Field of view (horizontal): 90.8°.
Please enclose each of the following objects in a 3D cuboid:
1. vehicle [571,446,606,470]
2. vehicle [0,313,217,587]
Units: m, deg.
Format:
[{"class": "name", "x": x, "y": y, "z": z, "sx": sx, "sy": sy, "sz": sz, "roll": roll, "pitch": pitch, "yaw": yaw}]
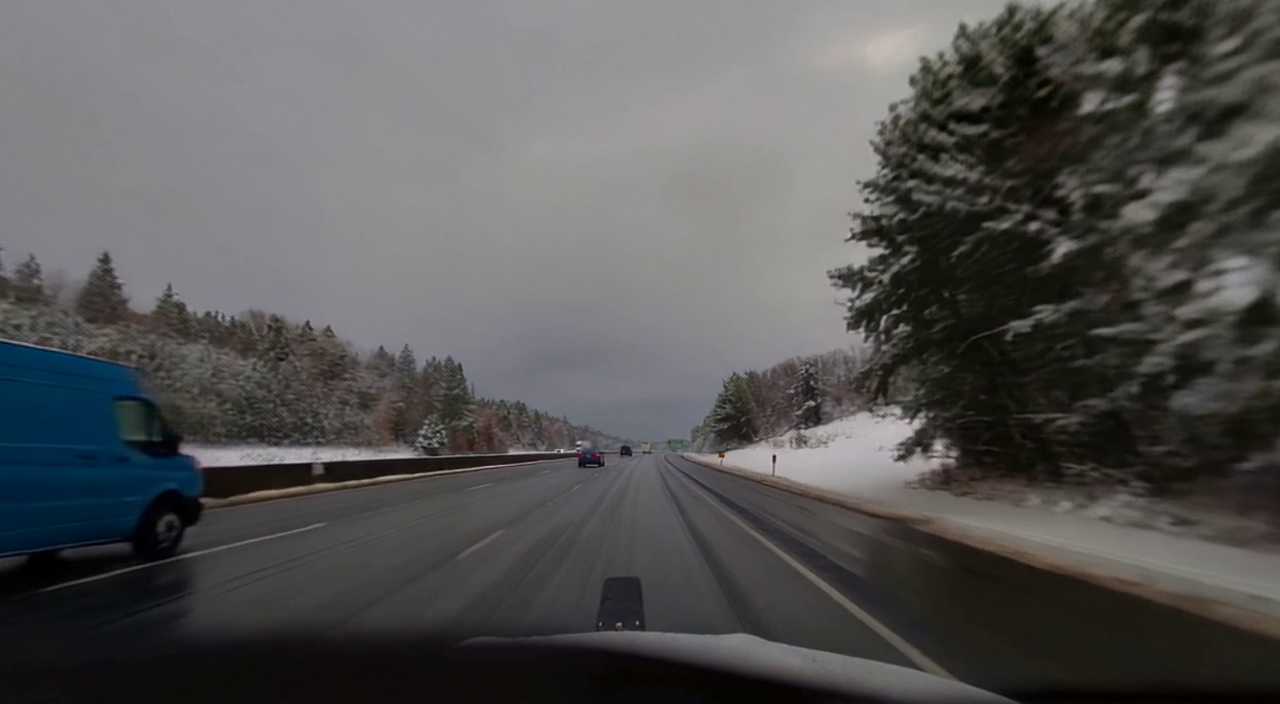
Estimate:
[{"class": "vehicle", "x": -3.284, "y": 6.901, "z": 41.044, "sx": 1.858, "sy": 1.459, "sz": 4.091, "roll": 0, "pitch": -9, "yaw": 1}, {"class": "vehicle", "x": -7.061, "y": 0.855, "z": 5.490, "sx": 2.449, "sy": 2.471, "sz": 6.130, "roll": 0, "pitch": -9, "yaw": 0}]
